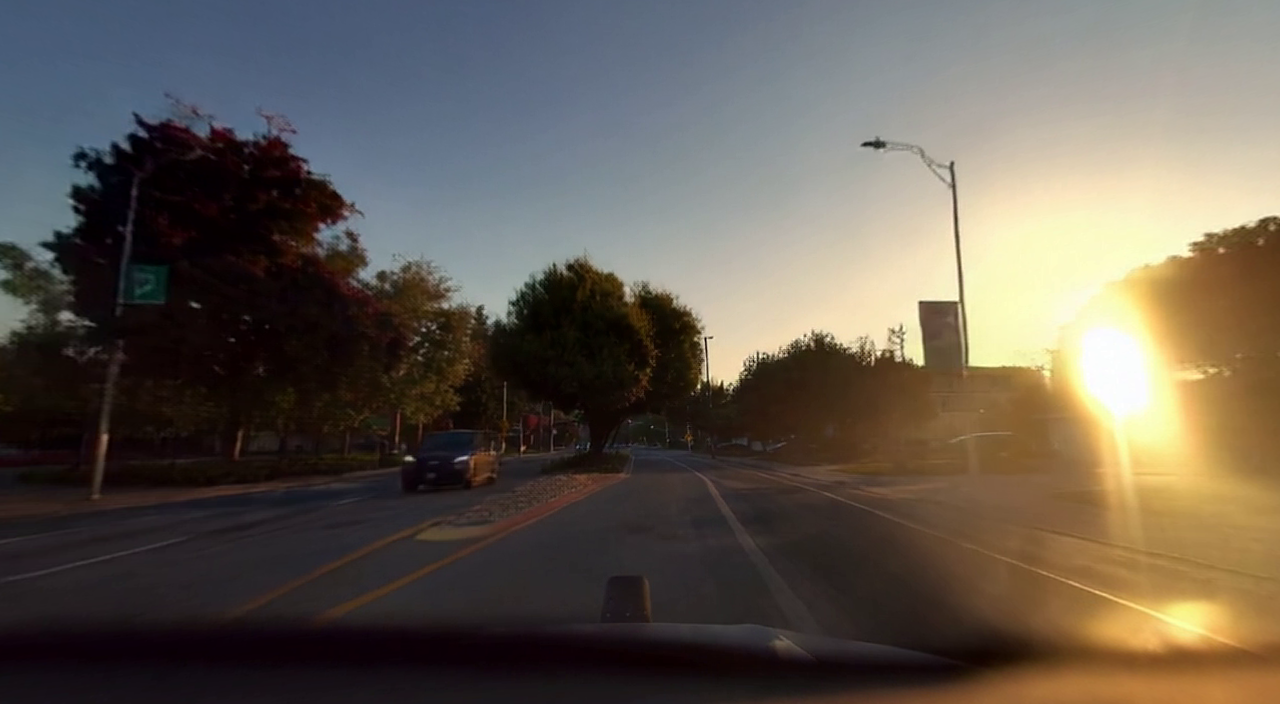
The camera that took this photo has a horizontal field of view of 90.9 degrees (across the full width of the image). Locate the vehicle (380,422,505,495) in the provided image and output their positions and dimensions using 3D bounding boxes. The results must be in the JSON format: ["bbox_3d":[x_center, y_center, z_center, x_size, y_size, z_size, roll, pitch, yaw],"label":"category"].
[{"bbox_3d":[-5.284,2.934,17.632,2.128,1.753,4.516,0,-8,-2],"label":"vehicle"}]
